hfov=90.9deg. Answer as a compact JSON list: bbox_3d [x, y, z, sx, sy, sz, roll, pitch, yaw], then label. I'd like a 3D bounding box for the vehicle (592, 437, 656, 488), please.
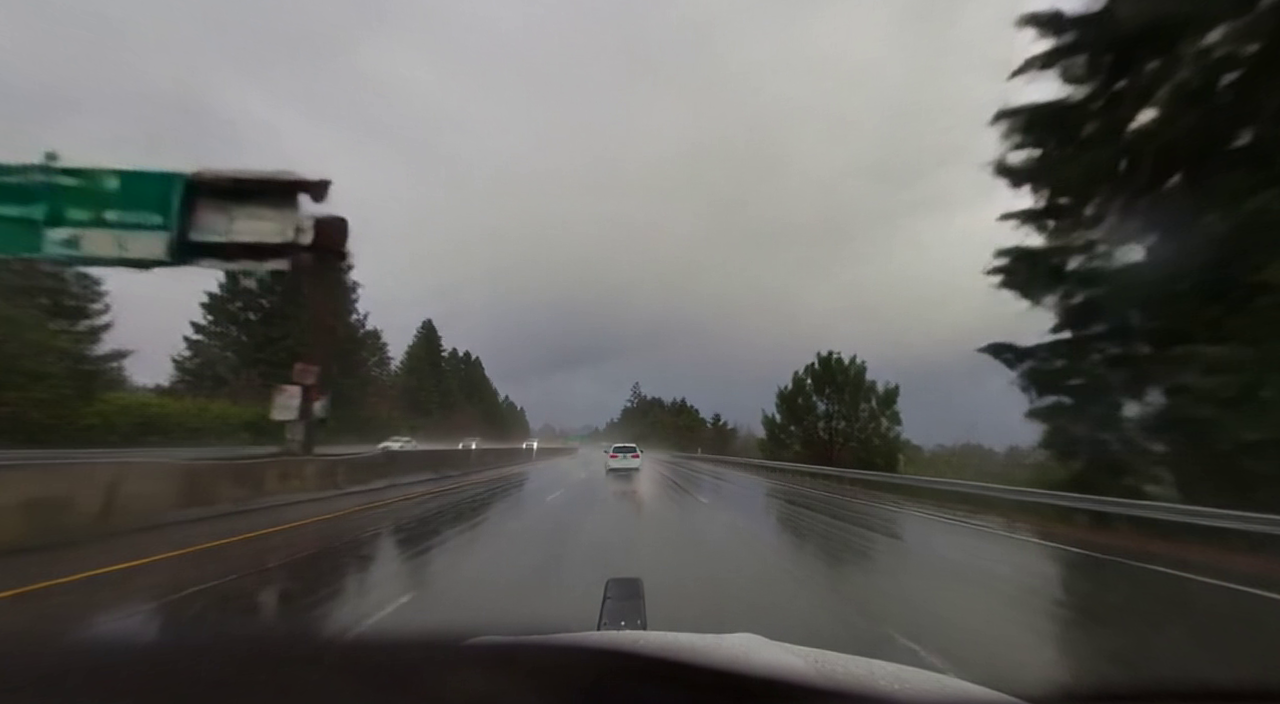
[{"bbox_3d":[-0.576,3.786,21.920,2.011,1.590,3.607,0,-9,-2],"label":"vehicle"}]

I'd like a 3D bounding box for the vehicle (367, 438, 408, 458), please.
[{"bbox_3d":[-18.890,7.215,47.348,1.714,1.482,3.643,0,-9,-3],"label":"vehicle"}]
